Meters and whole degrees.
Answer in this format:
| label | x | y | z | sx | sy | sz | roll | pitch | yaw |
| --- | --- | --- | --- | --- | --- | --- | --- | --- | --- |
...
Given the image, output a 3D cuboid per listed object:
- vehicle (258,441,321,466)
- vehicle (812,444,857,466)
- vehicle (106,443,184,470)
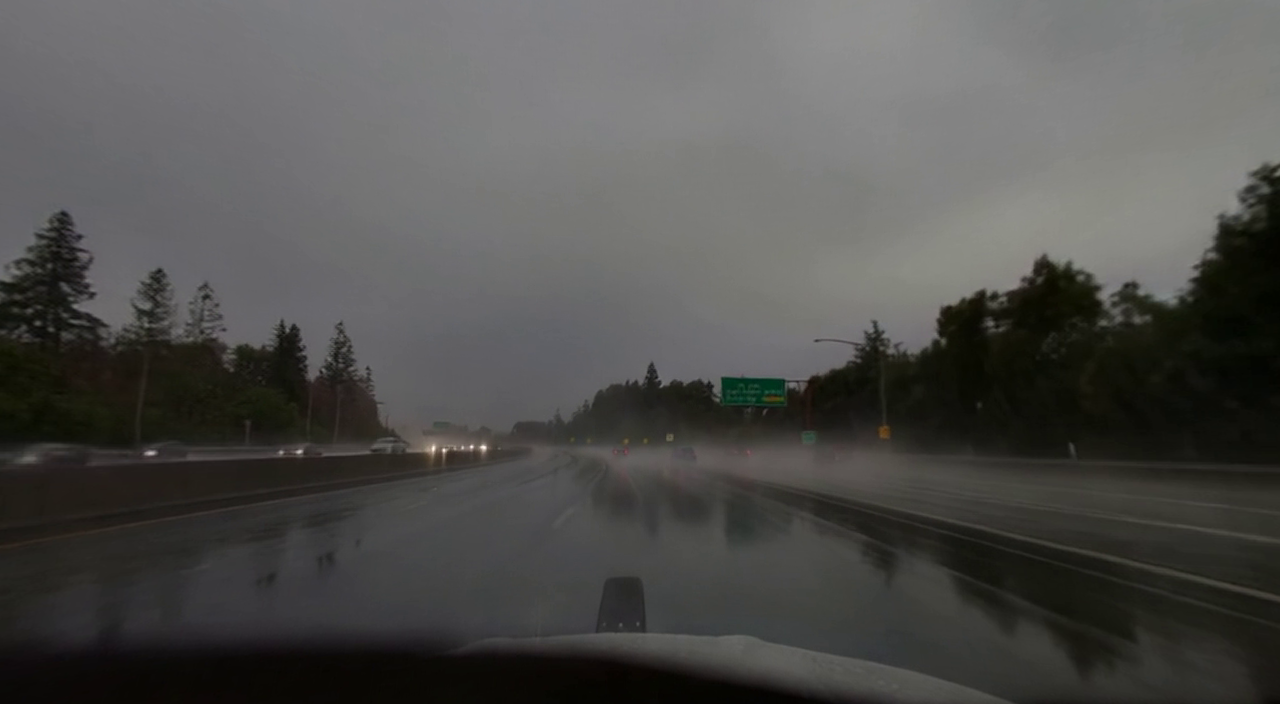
| label | x | y | z | sx | sy | sz | roll | pitch | yaw |
| --- | --- | --- | --- | --- | --- | --- | --- | --- | --- |
| vehicle | -25.400 | 7.380 | 45.828 | 1.947 | 1.673 | 4.711 | 1 | -9 | -2 |
| vehicle | 14.914 | 7.954 | 48.587 | 1.955 | 1.607 | 4.232 | 1 | -9 | -2 |
| vehicle | -32.946 | 6.970 | 42.077 | 1.862 | 1.643 | 4.426 | 1 | -9 | -5 |
